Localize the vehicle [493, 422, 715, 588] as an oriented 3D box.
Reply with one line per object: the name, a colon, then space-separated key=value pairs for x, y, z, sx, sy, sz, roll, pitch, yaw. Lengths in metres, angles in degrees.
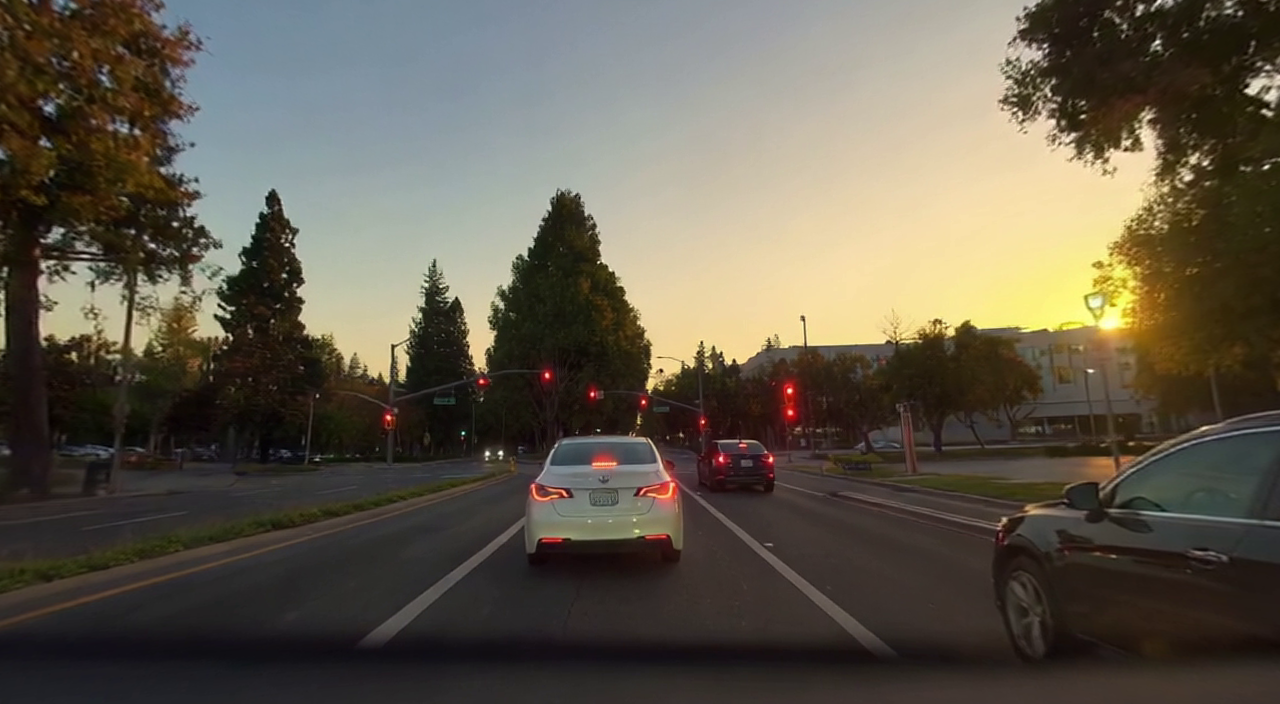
vehicle: x=-0.350 y=1.658 z=7.576 sx=2.006 sy=1.487 sz=3.535 roll=0 pitch=-8 yaw=-1

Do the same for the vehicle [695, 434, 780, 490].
vehicle: x=2.929 y=3.396 z=19.878 sx=1.874 sy=1.556 sz=4.116 roll=0 pitch=-8 yaw=-2

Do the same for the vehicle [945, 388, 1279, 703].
vehicle: x=3.152 y=0.884 z=2.295 sx=1.910 sy=1.474 sz=4.263 roll=0 pitch=-8 yaw=-1
